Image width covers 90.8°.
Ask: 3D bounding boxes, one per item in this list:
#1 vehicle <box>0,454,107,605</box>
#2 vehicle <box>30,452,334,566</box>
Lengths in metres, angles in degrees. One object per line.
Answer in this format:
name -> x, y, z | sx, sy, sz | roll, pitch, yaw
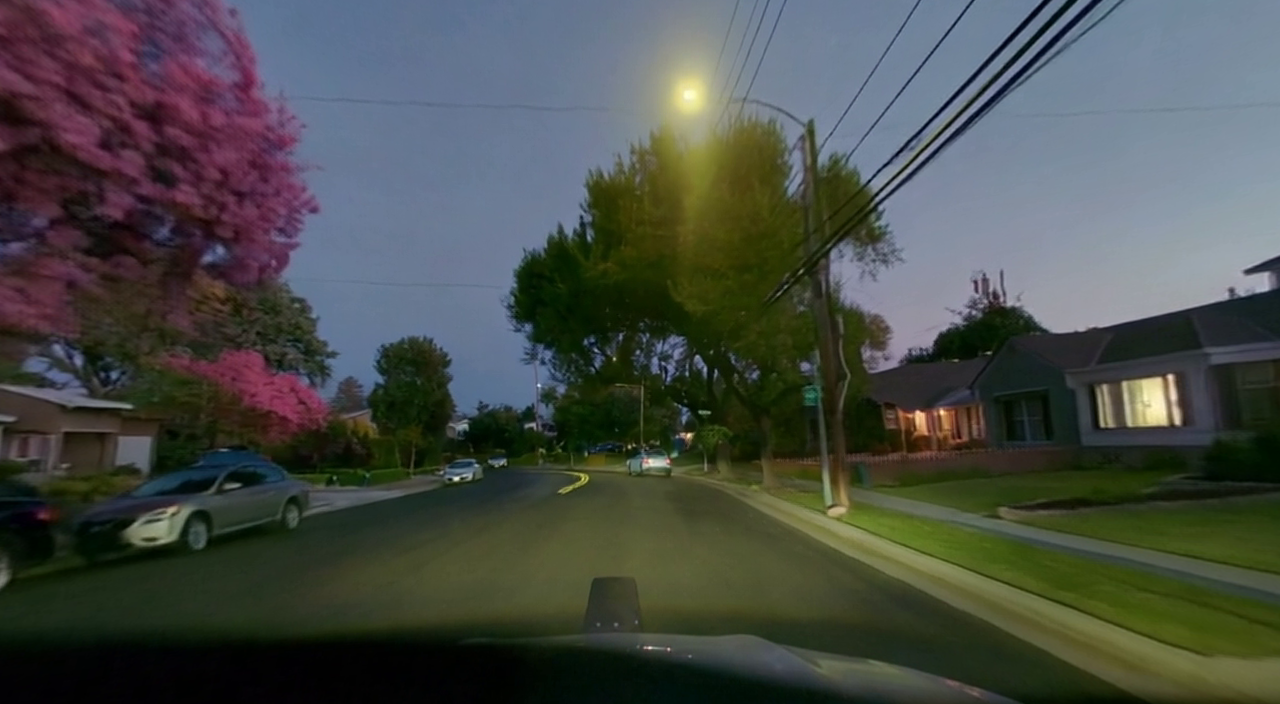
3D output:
vehicle -> -7.484, 1.631, 5.279 | 2.034, 1.493, 4.524 | 0, -9, 1
vehicle -> -7.245, 2.470, 10.729 | 1.896, 1.484, 4.298 | 0, -9, 1
